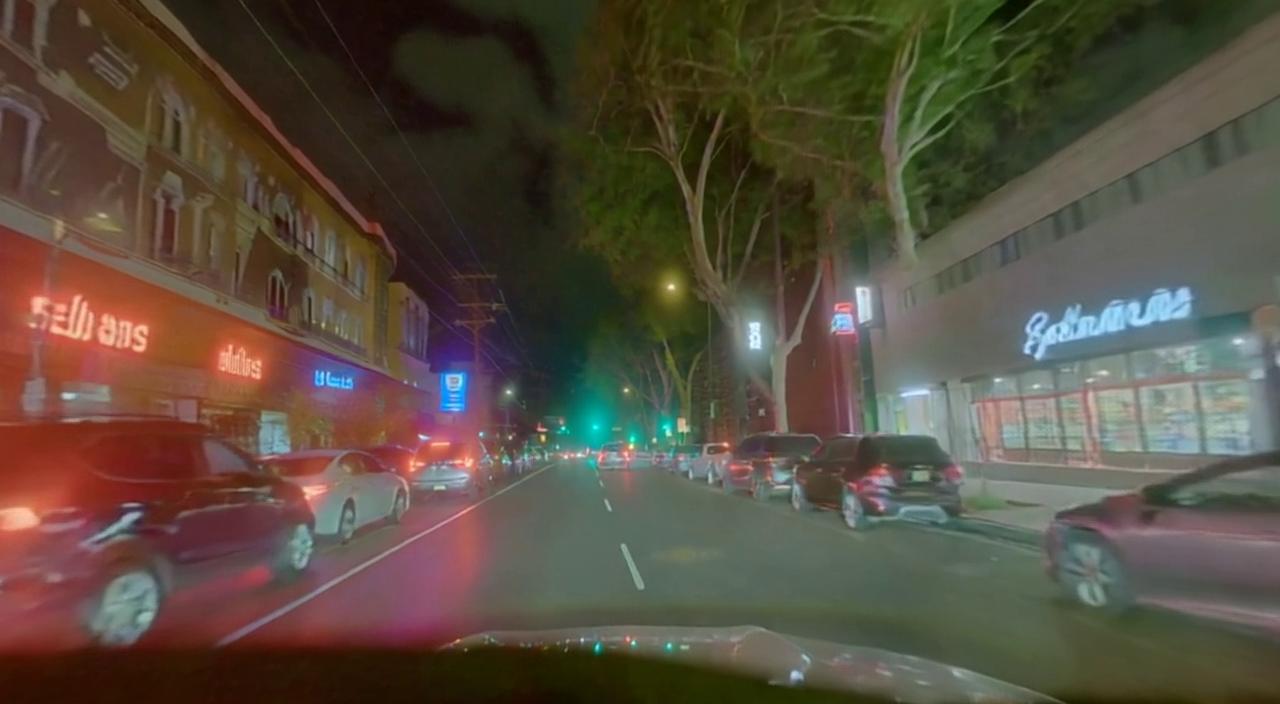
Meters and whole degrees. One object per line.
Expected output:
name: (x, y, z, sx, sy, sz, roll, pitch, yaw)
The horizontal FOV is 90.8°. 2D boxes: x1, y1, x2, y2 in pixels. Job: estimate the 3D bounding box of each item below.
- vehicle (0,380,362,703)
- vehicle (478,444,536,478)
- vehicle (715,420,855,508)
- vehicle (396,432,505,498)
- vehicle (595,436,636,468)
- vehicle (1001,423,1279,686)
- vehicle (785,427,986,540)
vehicle: (-4.550, 1.374, 5.486, 2.343, 1.788, 5.038, 1, -8, -5)
vehicle: (-6.297, 5.169, 30.409, 2.053, 1.485, 4.540, 0, -8, -4)
vehicle: (3.646, 2.943, 17.134, 2.243, 1.992, 5.087, 1, -8, -4)
vehicle: (-5.815, 3.513, 20.140, 2.341, 1.825, 4.924, 1, -8, -5)
vehicle: (-1.641, 6.401, 40.624, 2.440, 1.882, 4.611, 1, -8, -5)
vehicle: (4.841, 1.249, 4.059, 2.059, 1.550, 4.703, 0, -8, -3)
vehicle: (4.267, 2.321, 11.836, 1.882, 1.704, 4.055, 1, -8, -4)
